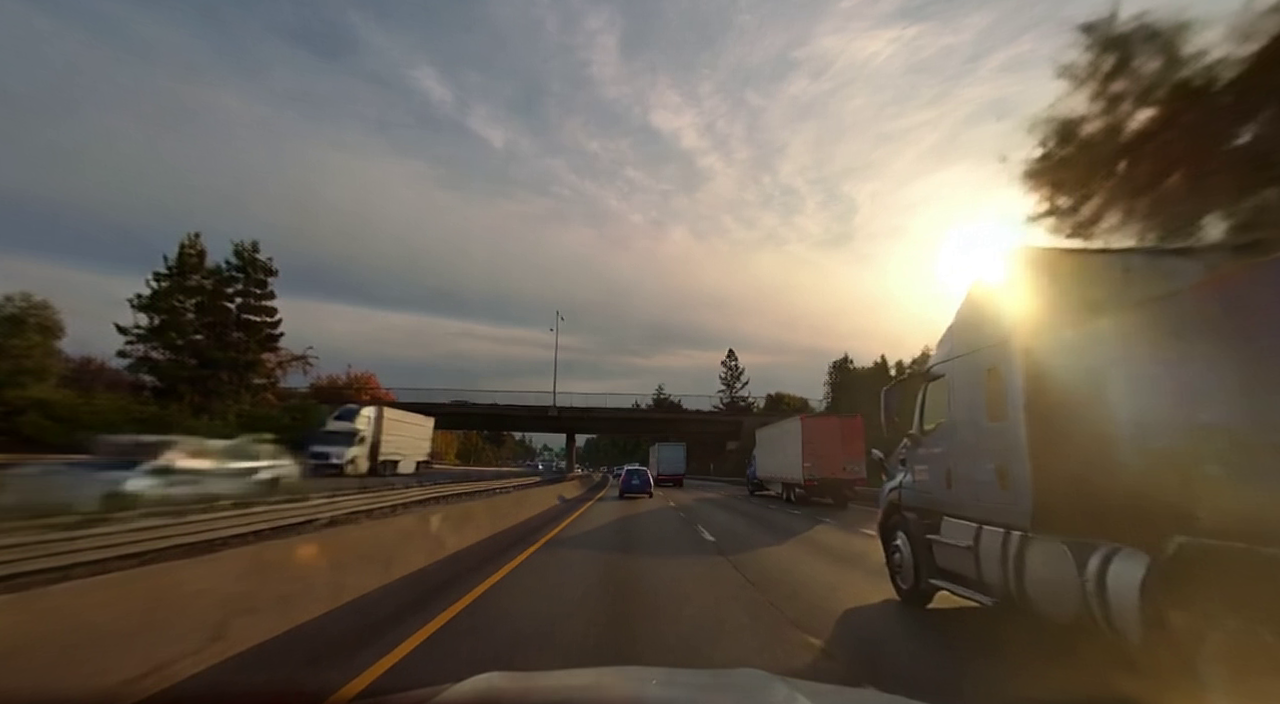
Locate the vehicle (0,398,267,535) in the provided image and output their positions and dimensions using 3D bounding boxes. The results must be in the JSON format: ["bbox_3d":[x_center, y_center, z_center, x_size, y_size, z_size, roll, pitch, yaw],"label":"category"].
[{"bbox_3d":[-8.568,1.851,10.246,1.963,1.668,4.888,1,-11,0],"label":"vehicle"}]

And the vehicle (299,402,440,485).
[{"bbox_3d":[-13.196,4.806,31.978,2.965,3.557,9.170,1,-11,0],"label":"vehicle"}]

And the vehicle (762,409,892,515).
[{"bbox_3d":[7.413,4.639,26.393,2.839,3.684,8.091,1,-11,-1],"label":"vehicle"}]

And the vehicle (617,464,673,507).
[{"bbox_3d":[0.164,5.294,25.185,2.067,1.552,3.601,1,-11,0],"label":"vehicle"}]
